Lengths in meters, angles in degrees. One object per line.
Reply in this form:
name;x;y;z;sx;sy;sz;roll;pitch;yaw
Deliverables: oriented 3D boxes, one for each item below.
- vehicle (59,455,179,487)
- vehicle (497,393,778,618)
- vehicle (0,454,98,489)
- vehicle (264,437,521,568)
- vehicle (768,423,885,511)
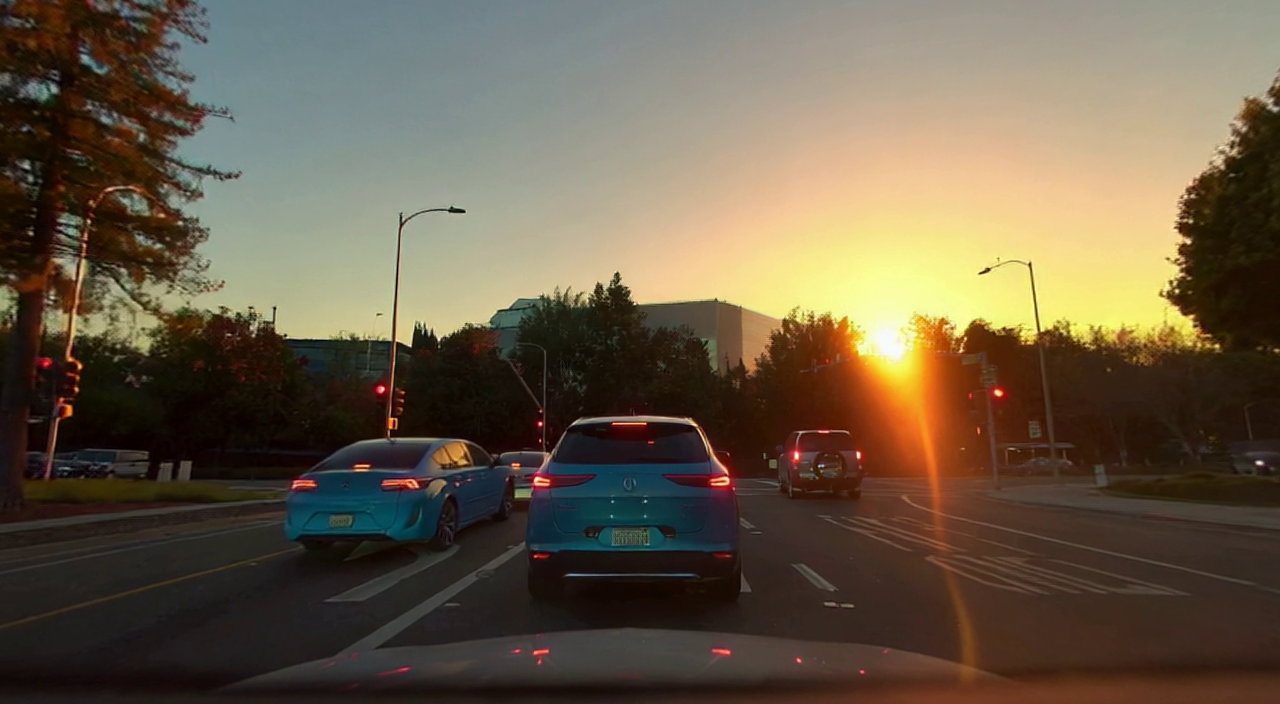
vehicle;-25.993;5.943;31.598;4.140;1.444;1.742;2;-9;-15
vehicle;-0.028;1.524;7.183;2.203;1.757;4.286;0;-8;0
vehicle;-27.108;5.268;27.930;4.198;1.444;1.765;2;-9;-15
vehicle;-3.209;2.018;9.335;1.913;1.453;4.413;0;-8;2
vehicle;4.808;3.008;16.929;2.084;2.053;4.073;-1;-8;4
